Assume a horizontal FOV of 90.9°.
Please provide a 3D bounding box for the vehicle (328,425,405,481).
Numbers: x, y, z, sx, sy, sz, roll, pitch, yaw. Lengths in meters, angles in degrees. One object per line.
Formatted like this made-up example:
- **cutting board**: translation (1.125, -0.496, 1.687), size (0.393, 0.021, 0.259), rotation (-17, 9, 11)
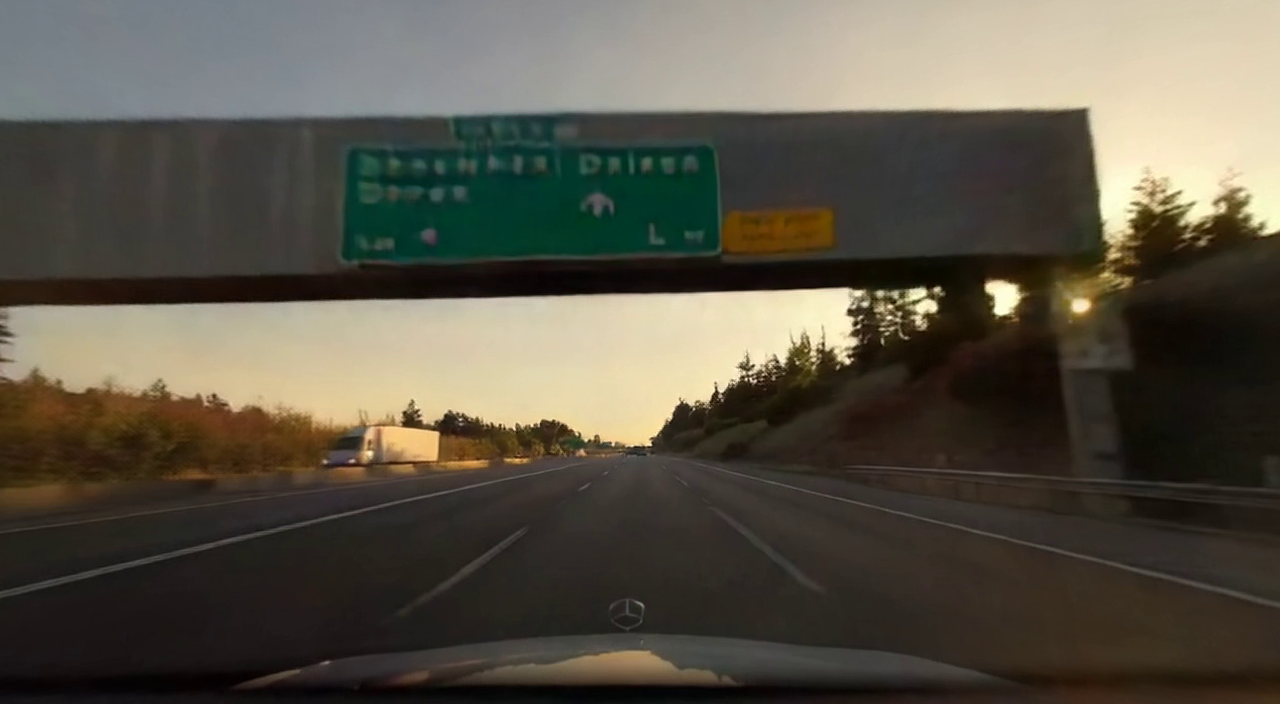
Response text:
- **vehicle**: translation (-19.428, 7.209, 45.170), size (2.894, 3.573, 5.913), rotation (-3, -9, 0)
